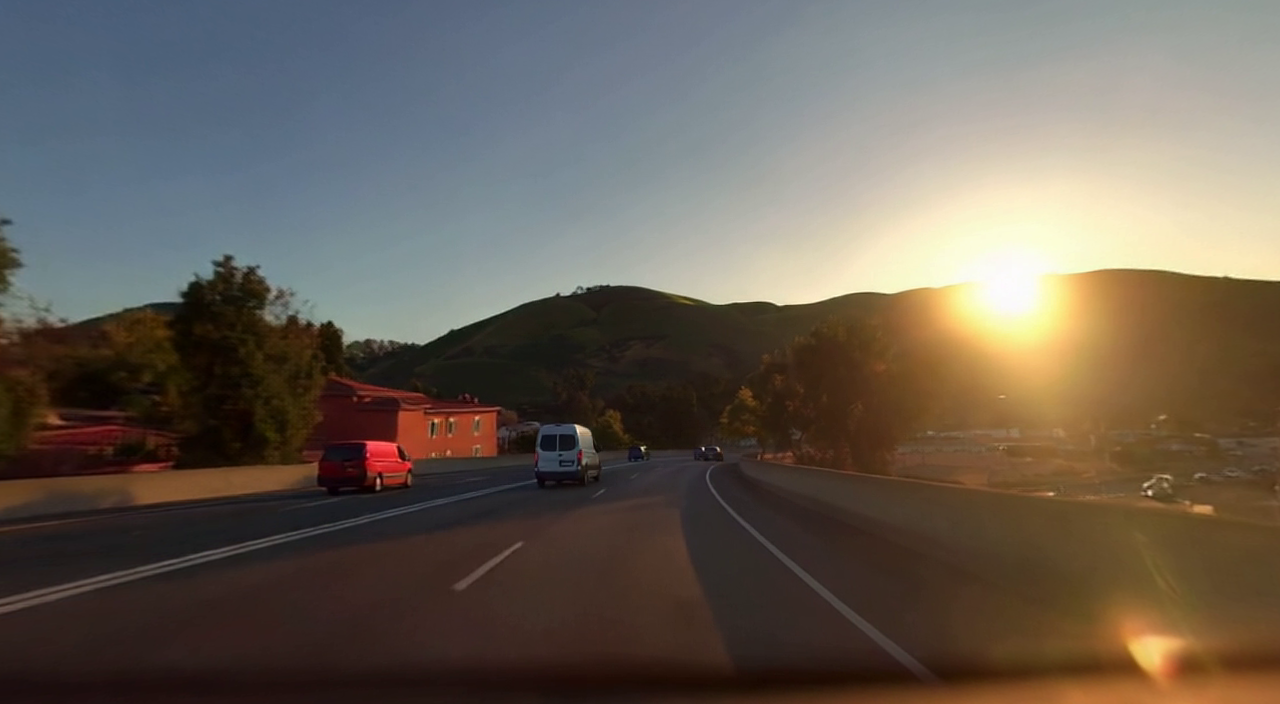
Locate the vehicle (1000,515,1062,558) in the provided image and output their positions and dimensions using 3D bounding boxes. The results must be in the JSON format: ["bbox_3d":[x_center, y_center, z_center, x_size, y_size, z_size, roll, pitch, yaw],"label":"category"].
[{"bbox_3d":[22.263,10.500,36.180,1.887,1.776,4.198,-2,-9,16],"label":"vehicle"}]

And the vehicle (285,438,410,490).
[{"bbox_3d":[-9.463,3.635,20.903,1.821,1.524,4.342,-1,-8,4],"label":"vehicle"}]

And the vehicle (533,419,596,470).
[{"bbox_3d":[-4.275,5.450,37.154,2.314,2.703,6.441,-1,-9,6],"label":"vehicle"}]
